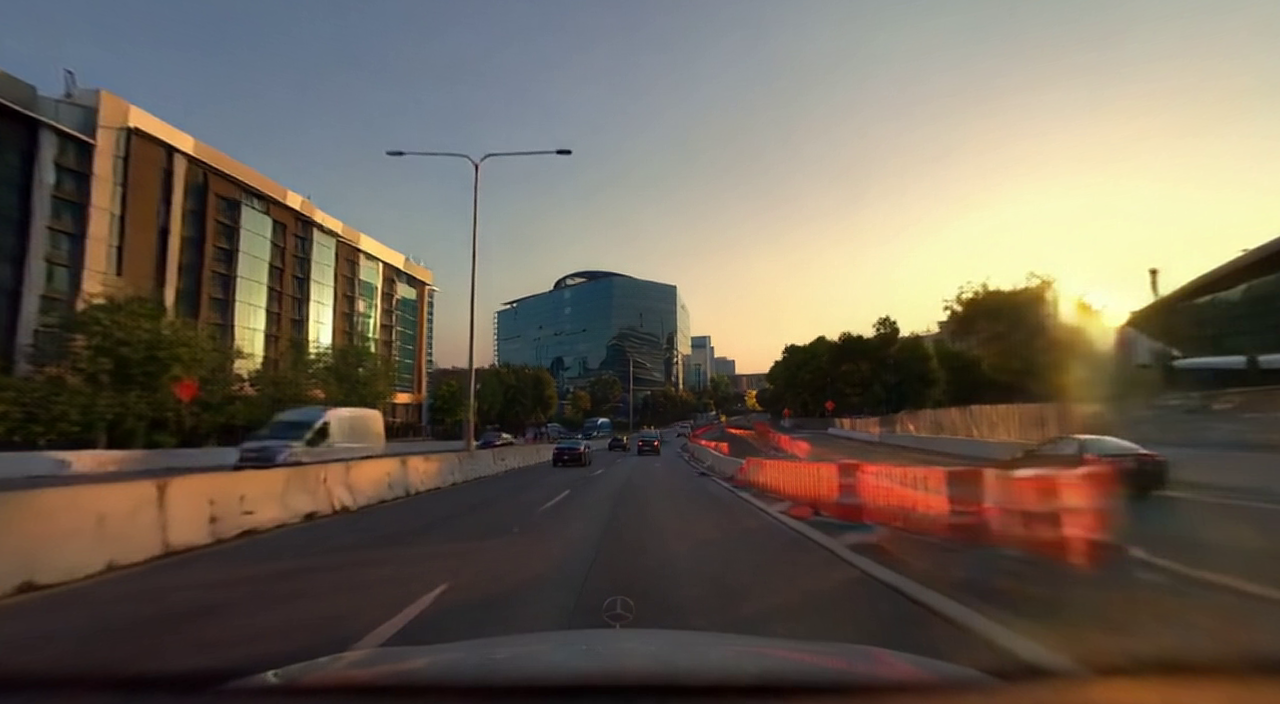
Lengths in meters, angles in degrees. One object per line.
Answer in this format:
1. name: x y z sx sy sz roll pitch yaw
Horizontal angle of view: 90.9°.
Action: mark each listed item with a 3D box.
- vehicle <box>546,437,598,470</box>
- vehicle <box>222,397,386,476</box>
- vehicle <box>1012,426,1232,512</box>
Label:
1. vehicle: -3.124 4.733 29.650 1.848 1.406 4.013 0 -8 3
2. vehicle: -13.172 3.446 25.645 2.297 2.733 7.664 0 -8 1
3. vehicle: 9.610 2.329 13.002 1.913 1.499 3.581 -1 -8 6
